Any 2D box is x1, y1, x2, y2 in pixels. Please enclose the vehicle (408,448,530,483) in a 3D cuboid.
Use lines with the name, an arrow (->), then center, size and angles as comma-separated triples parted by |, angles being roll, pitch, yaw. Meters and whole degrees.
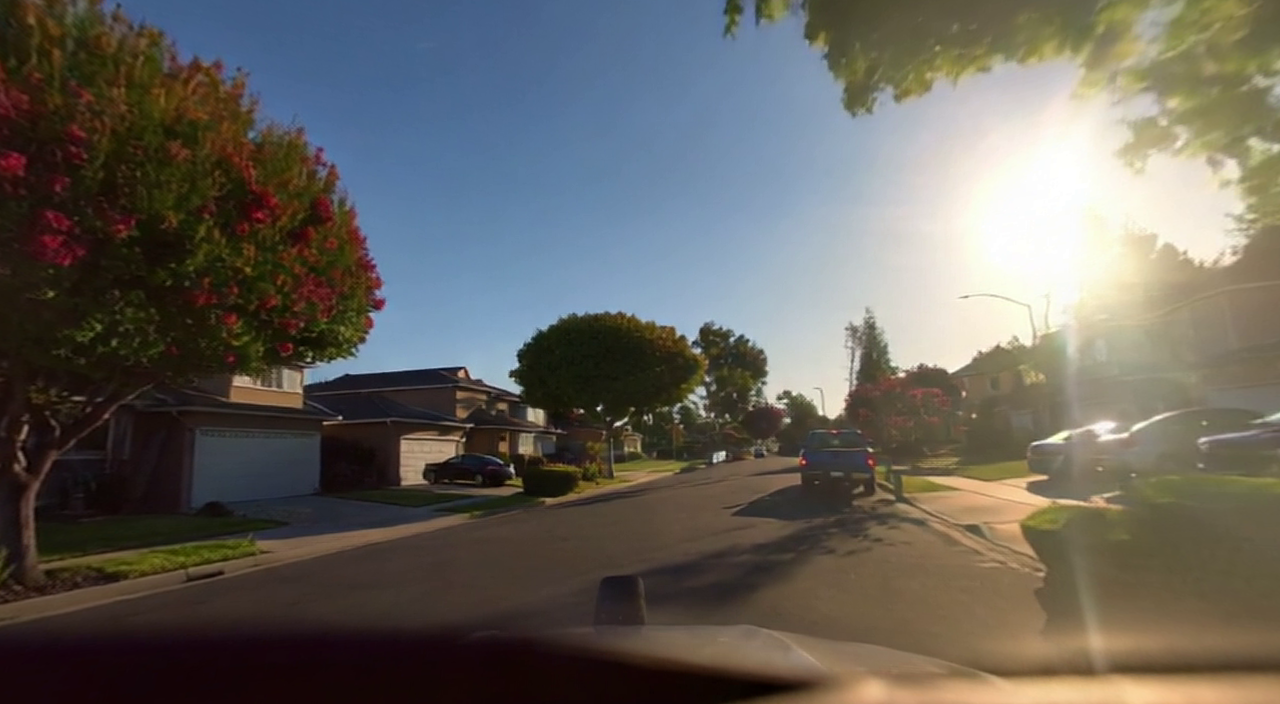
vehicle -> -7.528, 5.008, 28.002 | 4.916, 1.485, 1.807 | -2, -9, 11

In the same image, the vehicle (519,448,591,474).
vehicle -> -5.541, 7.120, 41.408 | 4.319, 1.605, 1.770 | -2, -9, 9

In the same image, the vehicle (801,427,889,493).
vehicle -> 7.208, 3.805, 22.608 | 2.552, 2.024, 5.414 | -3, -9, 16

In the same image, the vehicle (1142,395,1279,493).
vehicle -> 11.304, 1.513, 10.501 | 4.055, 1.521, 1.948 | -3, -9, 14
